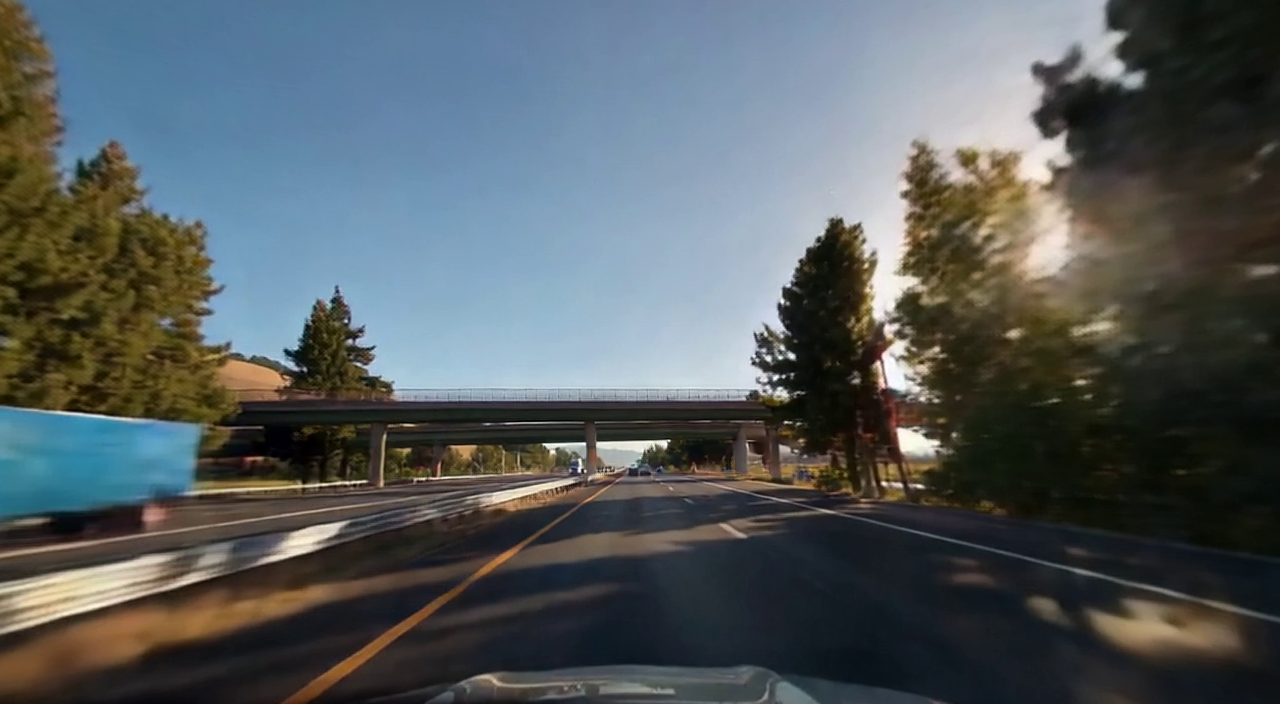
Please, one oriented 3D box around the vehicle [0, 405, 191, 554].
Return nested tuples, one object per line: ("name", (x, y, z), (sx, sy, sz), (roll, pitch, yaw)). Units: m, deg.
("vehicle", (-13.013, 2.609, 13.071), (2.571, 2.692, 6.357), (1, -11, 0))
